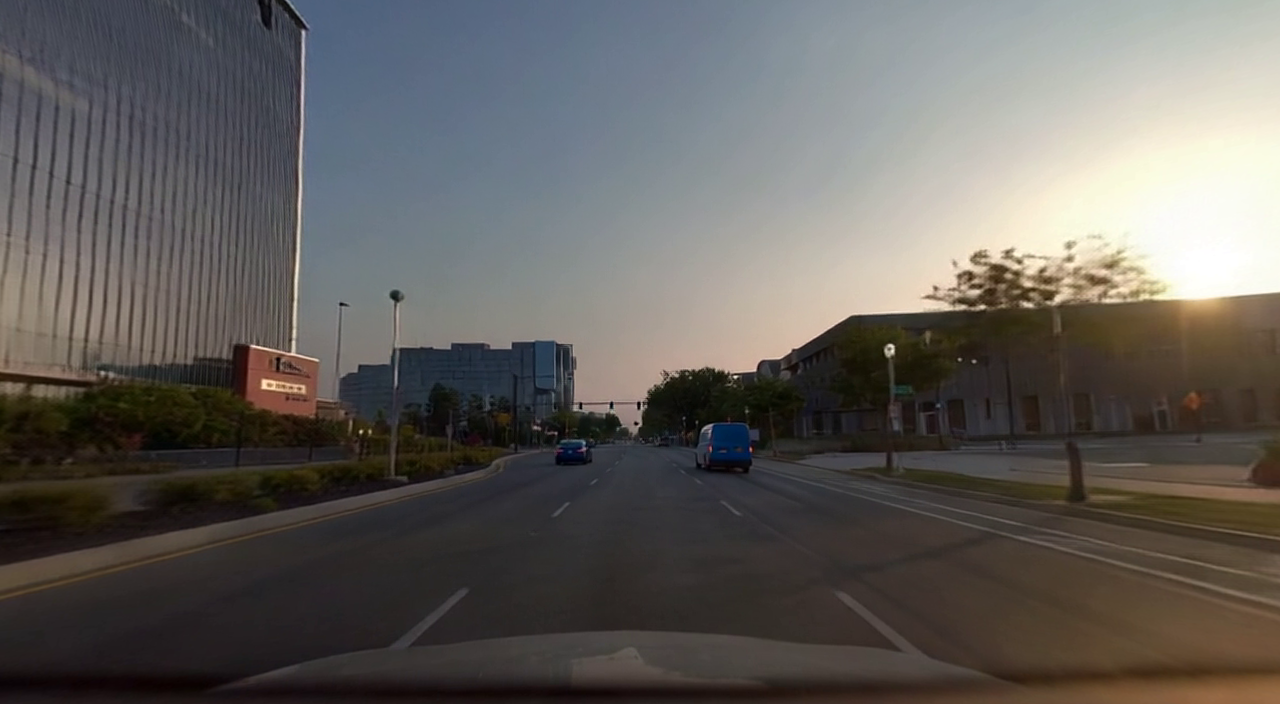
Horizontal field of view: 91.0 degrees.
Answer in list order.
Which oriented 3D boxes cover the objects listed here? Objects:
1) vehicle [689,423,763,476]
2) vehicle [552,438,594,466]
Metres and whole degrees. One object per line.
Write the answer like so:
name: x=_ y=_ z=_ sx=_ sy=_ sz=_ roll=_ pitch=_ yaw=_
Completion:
vehicle: x=3.336 y=3.920 z=25.536 sx=2.200 sy=1.914 sz=5.145 roll=0 pitch=-8 yaw=-1
vehicle: x=-3.687 y=5.612 z=35.429 sx=1.864 sy=1.464 sz=4.195 roll=0 pitch=-8 yaw=1
